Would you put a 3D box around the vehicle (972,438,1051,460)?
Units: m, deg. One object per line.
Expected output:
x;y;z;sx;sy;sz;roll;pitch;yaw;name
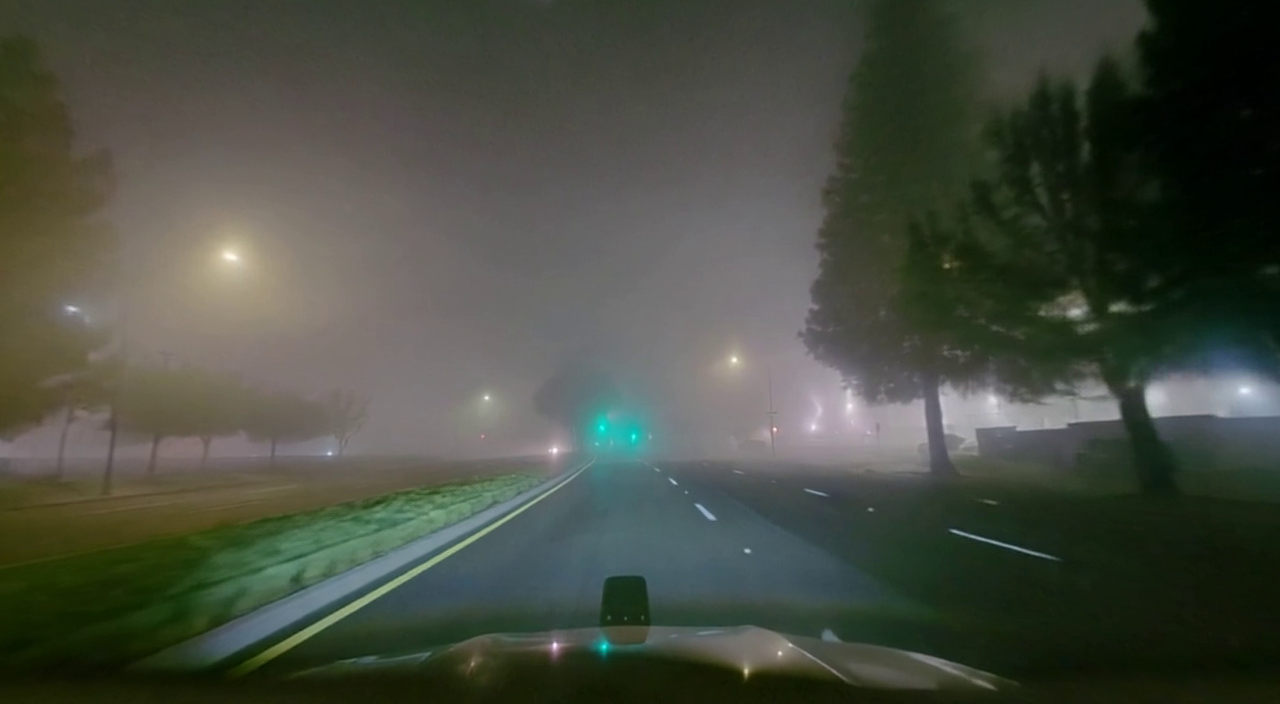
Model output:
24.789;6.467;42.115;4.053;1.376;1.945;1;-9;-3;vehicle

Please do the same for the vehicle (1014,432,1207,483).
15.918;3.582;21.531;4.982;1.441;1.951;-2;-8;-1;vehicle
